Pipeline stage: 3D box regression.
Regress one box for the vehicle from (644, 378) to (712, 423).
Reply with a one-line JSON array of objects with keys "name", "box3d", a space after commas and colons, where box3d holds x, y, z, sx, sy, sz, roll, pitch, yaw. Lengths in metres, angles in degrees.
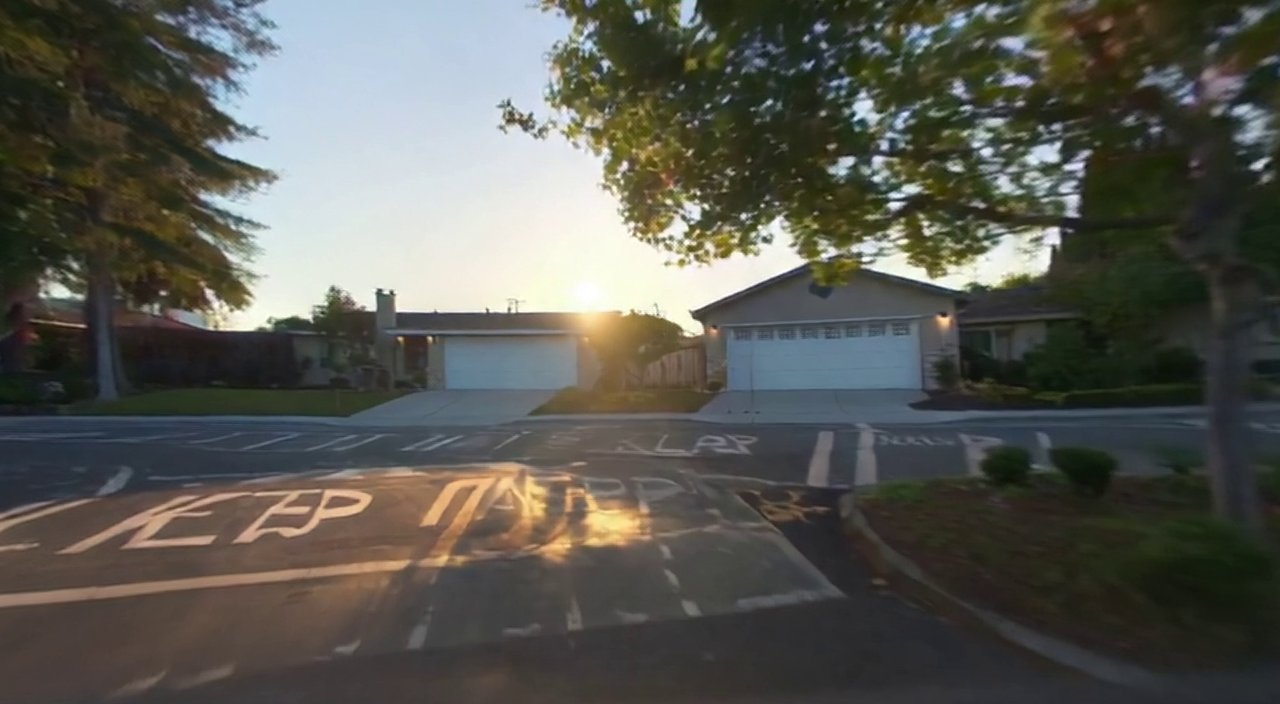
[{"name": "vehicle", "box3d": [1.284, 1.873, 23.370, 1.860, 1.477, 4.629, 1, -7, -5]}]
